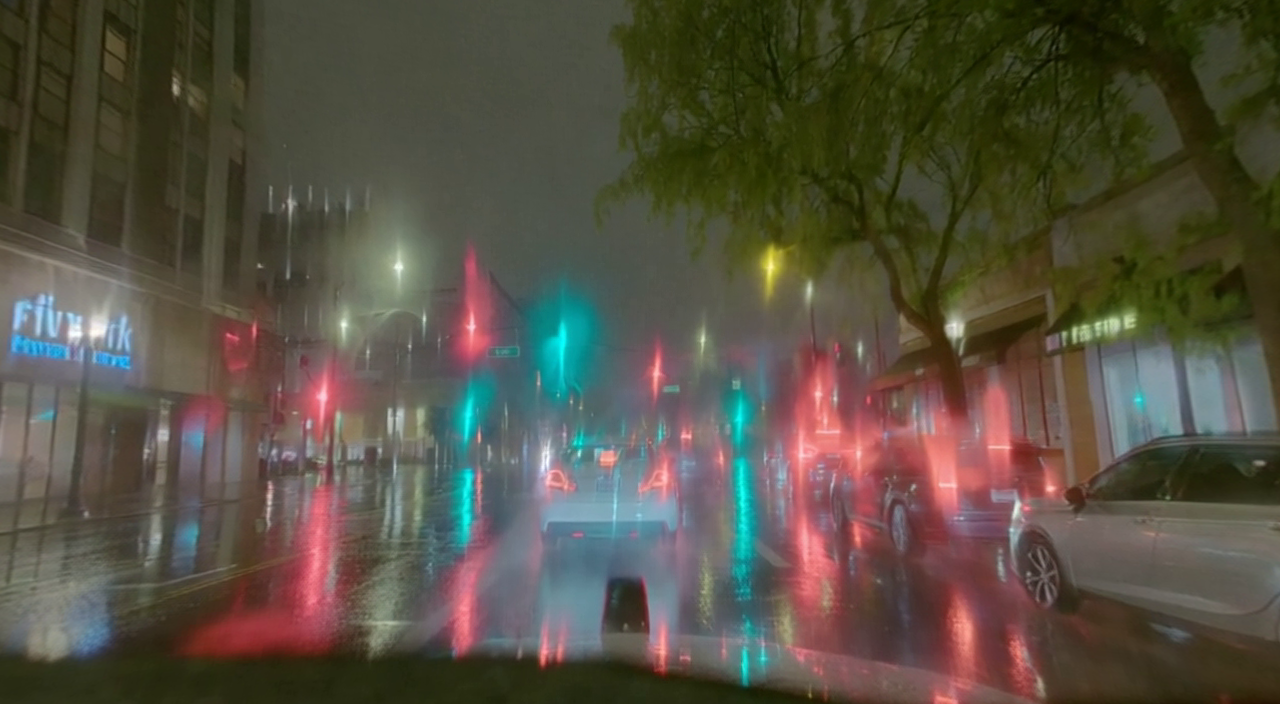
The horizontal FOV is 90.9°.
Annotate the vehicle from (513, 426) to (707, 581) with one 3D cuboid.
[{"bbox_3d":[-0.337,1.751,8.066,1.888,1.489,3.703,0,-8,-2],"label":"vehicle"}]

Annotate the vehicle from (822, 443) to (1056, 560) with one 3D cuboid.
[{"bbox_3d":[4.588,2.295,10.615,1.912,1.505,4.618,-1,-8,4],"label":"vehicle"}]

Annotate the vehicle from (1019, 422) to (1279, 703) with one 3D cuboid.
[{"bbox_3d":[3.179,0.827,1.104,2.006,1.496,4.767,0,-9,-1],"label":"vehicle"}]
